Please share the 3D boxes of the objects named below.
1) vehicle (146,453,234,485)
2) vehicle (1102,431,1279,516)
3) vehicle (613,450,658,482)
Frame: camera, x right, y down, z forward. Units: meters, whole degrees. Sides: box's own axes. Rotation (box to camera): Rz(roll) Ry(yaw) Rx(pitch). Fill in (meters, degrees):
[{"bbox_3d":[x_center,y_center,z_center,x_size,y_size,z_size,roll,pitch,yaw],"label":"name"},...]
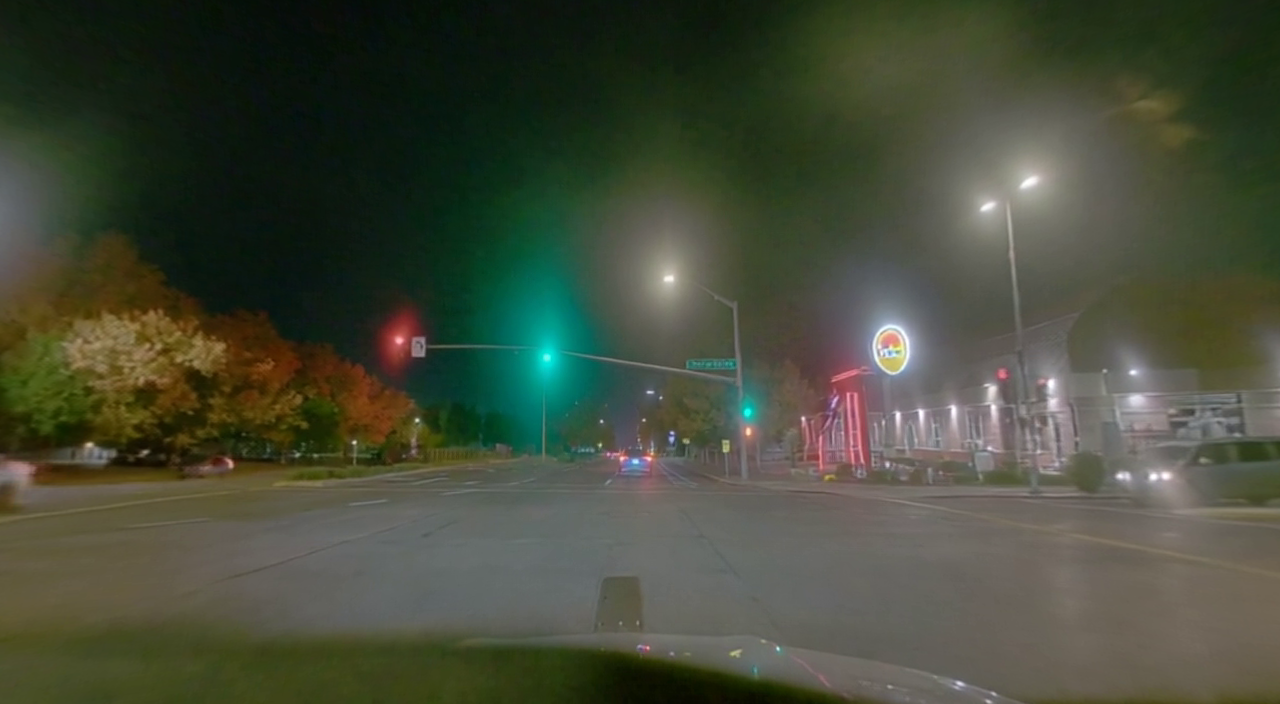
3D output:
[{"bbox_3d":[-26.891,6.972,37.957,1.969,1.693,4.461,0,-8,1],"label":"vehicle"},{"bbox_3d":[14.497,2.866,15.171,5.174,1.878,2.000,0,-8,-1],"label":"vehicle"},{"bbox_3d":[-0.187,5.688,31.818,2.115,1.461,3.976,0,-8,1],"label":"vehicle"}]
